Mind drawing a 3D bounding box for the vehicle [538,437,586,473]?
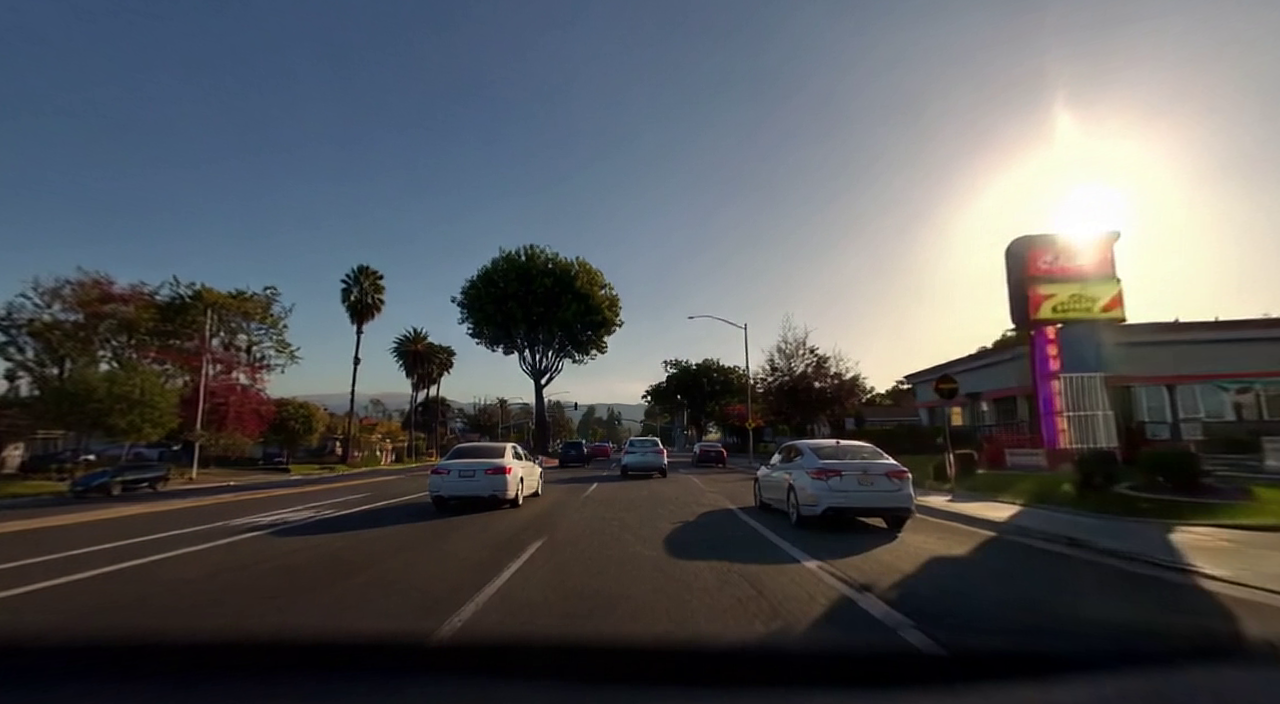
[{"bbox_3d":[-3.899,5.217,32.085,1.932,1.695,4.235,0,-8,0],"label":"vehicle"}]

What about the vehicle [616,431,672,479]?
[{"bbox_3d":[0.121,4.292,26.478,2.164,1.867,4.254,0,-8,-1],"label":"vehicle"}]

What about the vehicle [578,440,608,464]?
[{"bbox_3d":[-3.462,7.408,46.611,1.871,1.673,3.920,0,-8,1],"label":"vehicle"}]

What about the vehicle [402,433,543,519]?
[{"bbox_3d":[-3.294,2.506,13.274,1.864,1.505,4.202,0,-8,-1],"label":"vehicle"}]

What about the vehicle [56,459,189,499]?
[{"bbox_3d":[-22.396,5.493,27.526,1.827,1.441,4.660,0,-8,0],"label":"vehicle"}]

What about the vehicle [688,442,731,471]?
[{"bbox_3d":[3.795,5.775,35.080,1.880,1.476,3.932,0,-8,-1],"label":"vehicle"}]

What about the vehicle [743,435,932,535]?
[{"bbox_3d":[3.336,2.328,11.780,1.977,1.480,4.589,0,-8,-1],"label":"vehicle"}]
